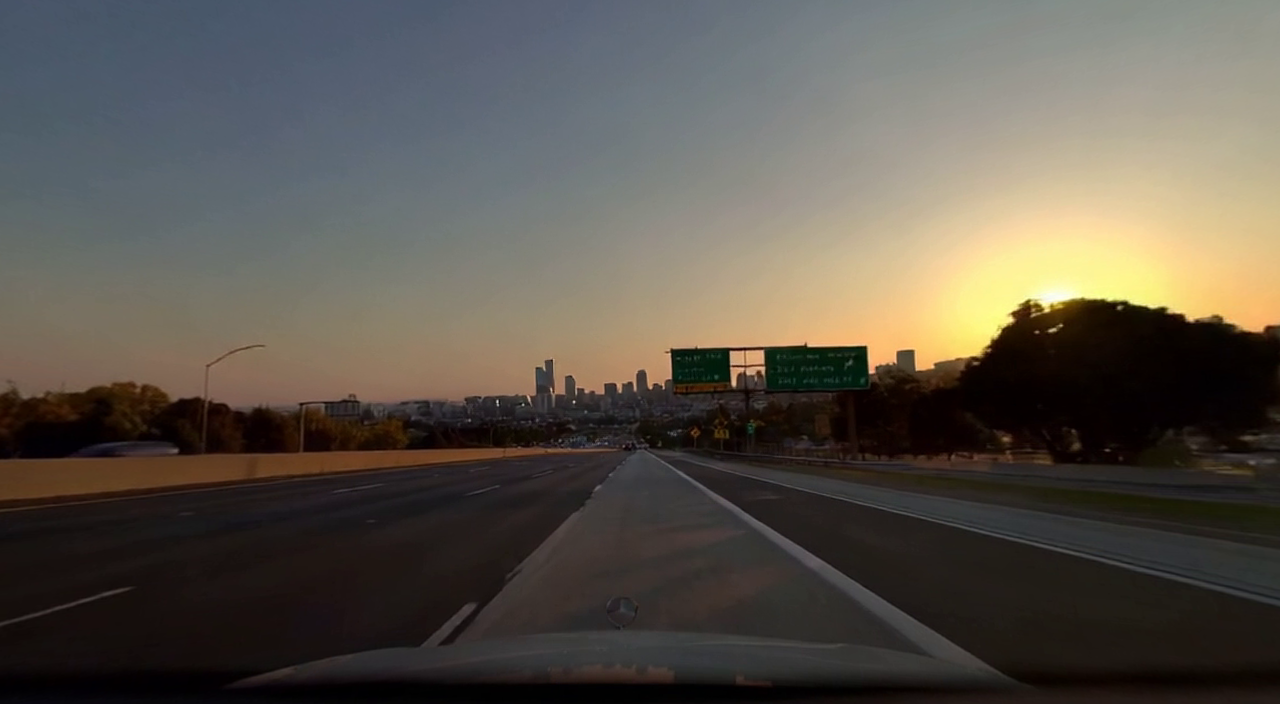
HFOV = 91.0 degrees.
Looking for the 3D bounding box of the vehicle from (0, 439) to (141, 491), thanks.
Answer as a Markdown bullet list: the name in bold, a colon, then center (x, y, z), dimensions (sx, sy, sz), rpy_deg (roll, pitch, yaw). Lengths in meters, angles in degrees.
- **vehicle**: center (-19.036, 3.669, 20.706), dimensions (1.784, 1.512, 4.079), rpy_deg (0, -9, 1)
